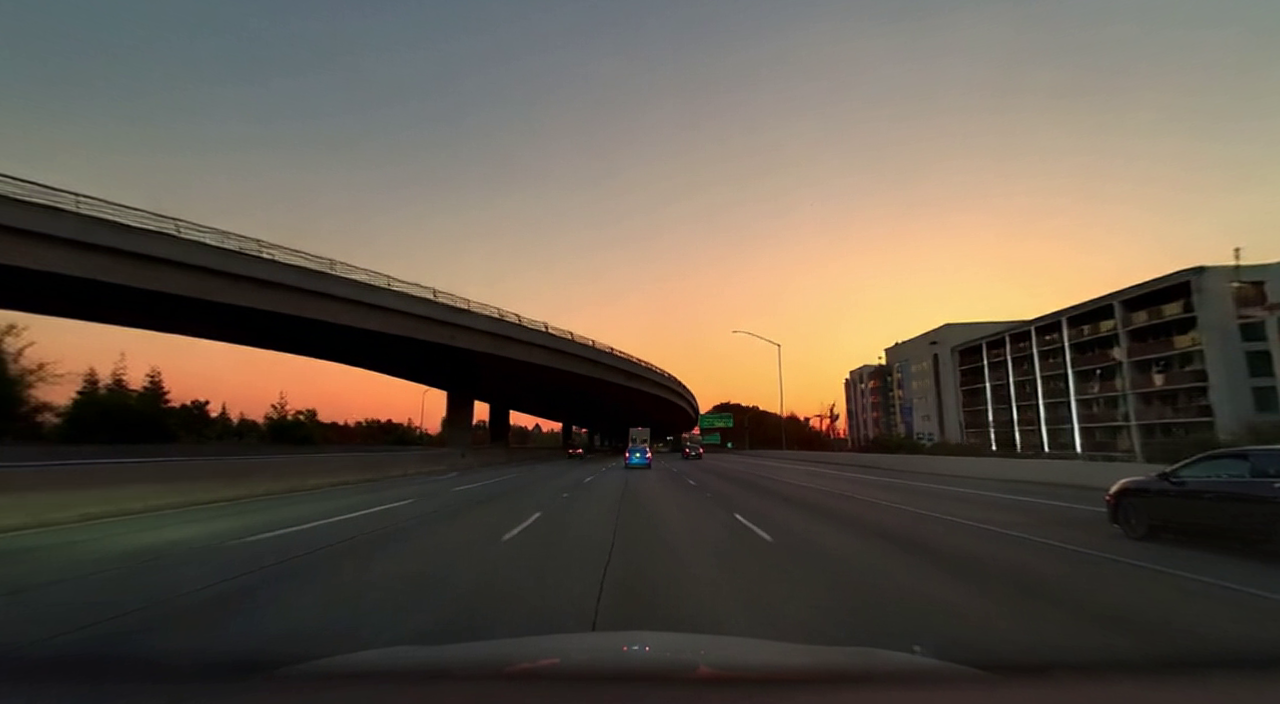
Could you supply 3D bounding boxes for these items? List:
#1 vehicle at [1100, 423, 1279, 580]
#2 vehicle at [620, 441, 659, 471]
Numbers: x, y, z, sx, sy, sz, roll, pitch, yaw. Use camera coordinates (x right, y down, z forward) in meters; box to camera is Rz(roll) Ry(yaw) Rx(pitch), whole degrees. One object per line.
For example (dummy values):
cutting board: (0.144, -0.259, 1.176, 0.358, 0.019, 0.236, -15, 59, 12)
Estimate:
vehicle: (7.151, 1.426, 5.970, 1.937, 1.498, 4.710, 0, -8, -1)
vehicle: (-0.028, 5.660, 34.426, 2.036, 1.542, 3.891, 0, -8, 0)
